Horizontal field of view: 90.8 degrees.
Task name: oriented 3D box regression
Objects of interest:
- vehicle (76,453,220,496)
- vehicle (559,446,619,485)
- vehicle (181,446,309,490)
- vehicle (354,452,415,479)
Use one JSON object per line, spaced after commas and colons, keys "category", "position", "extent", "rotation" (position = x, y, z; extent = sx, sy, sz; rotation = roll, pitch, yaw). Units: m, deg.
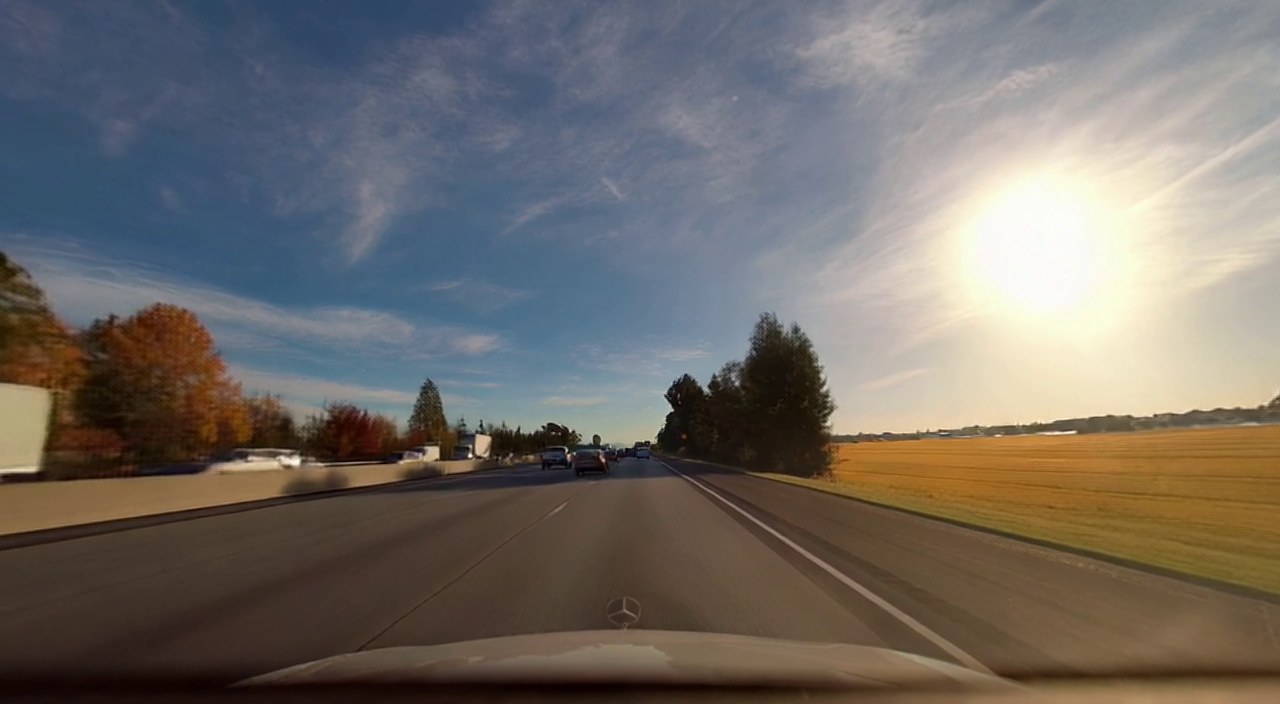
{"category": "vehicle", "position": [-19.209, 4.780, 24.965], "extent": [2.277, 1.479, 4.248], "rotation": [0, -9, -1]}
{"category": "vehicle", "position": [-2.062, 4.767, 26.765], "extent": [2.110, 1.500, 4.259], "rotation": [-1, -9, 2]}
{"category": "vehicle", "position": [-15.495, 4.556, 25.138], "extent": [1.996, 1.562, 4.705], "rotation": [0, -9, 0]}
{"category": "vehicle", "position": [-15.215, 6.761, 37.867], "extent": [1.889, 1.449, 4.242], "rotation": [0, -9, 0]}
